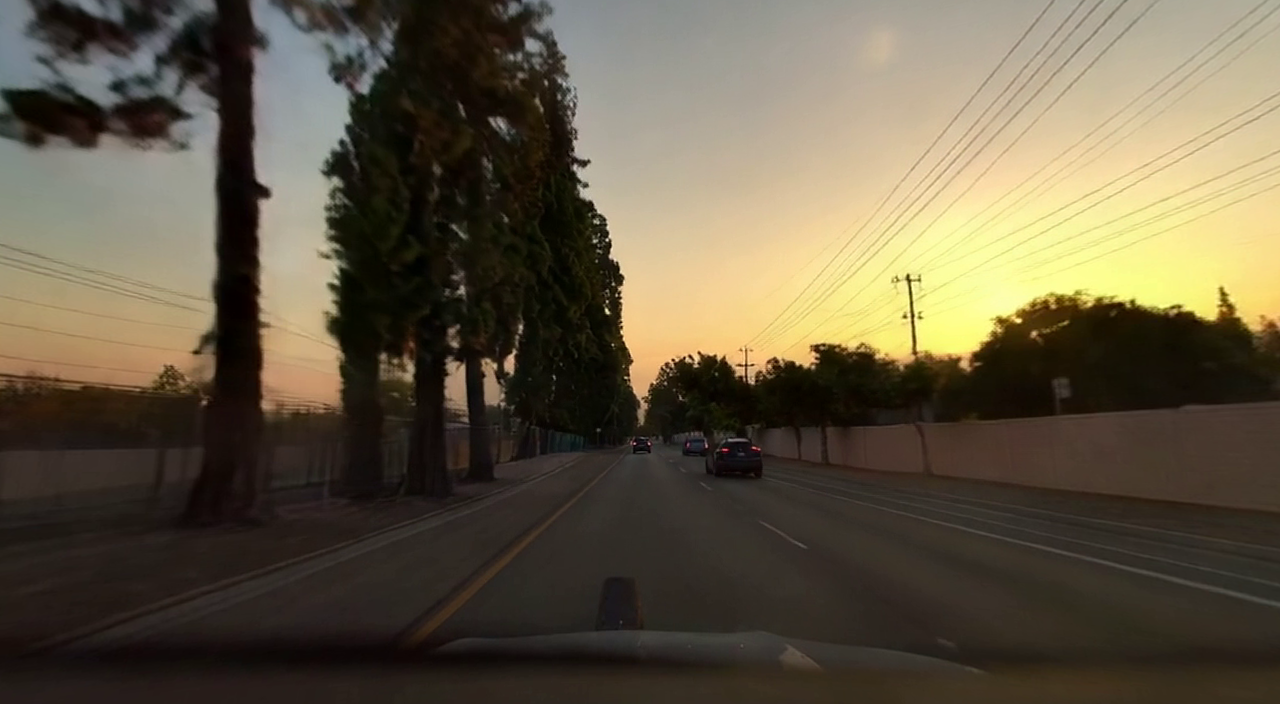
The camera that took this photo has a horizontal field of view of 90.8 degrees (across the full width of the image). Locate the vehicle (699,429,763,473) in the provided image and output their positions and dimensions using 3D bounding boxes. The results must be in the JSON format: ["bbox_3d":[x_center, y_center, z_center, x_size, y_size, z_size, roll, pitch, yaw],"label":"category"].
[{"bbox_3d":[4.000,4.456,28.596,2.112,1.825,4.574,0,-8,-1],"label":"vehicle"}]

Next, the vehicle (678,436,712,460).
[{"bbox_3d":[3.872,6.844,45.115,2.012,1.653,4.115,0,-8,0],"label":"vehicle"}]
